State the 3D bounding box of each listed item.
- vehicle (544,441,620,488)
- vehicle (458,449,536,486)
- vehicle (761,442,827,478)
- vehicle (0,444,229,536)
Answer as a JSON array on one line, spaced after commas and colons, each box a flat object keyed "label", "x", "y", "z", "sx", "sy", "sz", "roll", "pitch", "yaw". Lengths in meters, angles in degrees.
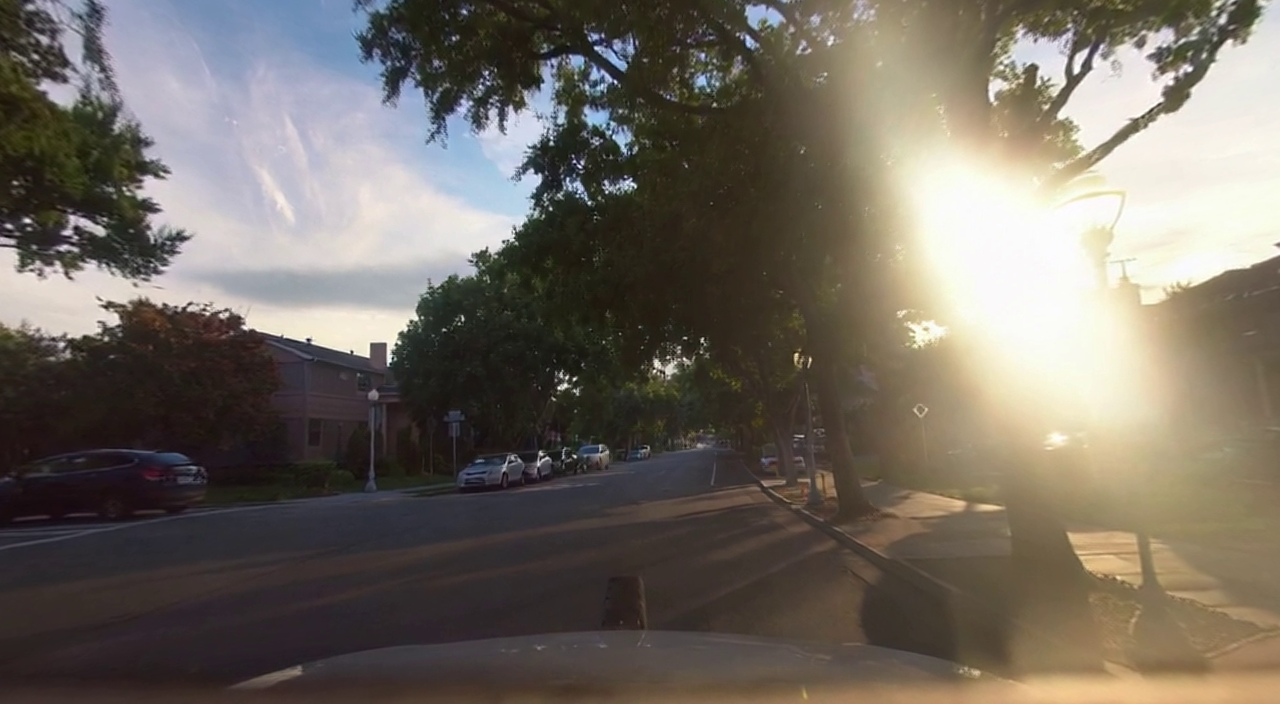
[{"label": "vehicle", "x": -2.138, "y": 4.357, "z": 24.757, "sx": 2.110, "sy": 1.651, "sz": 4.410, "roll": -1, "pitch": -9, "yaw": 7}, {"label": "vehicle", "x": -6.056, "y": 4.949, "z": 27.409, "sx": 1.968, "sy": 1.443, "sz": 4.358, "roll": -1, "pitch": -9, "yaw": 6}, {"label": "vehicle", "x": 6.706, "y": 4.744, "z": 28.014, "sx": 1.918, "sy": 1.461, "sz": 4.419, "roll": 0, "pitch": -9, "yaw": 1}, {"label": "vehicle", "x": -10.947, "y": 2.663, "z": 12.530, "sx": 4.106, "sy": 1.620, "sz": 2.065, "roll": 0, "pitch": -9, "yaw": 1}]
